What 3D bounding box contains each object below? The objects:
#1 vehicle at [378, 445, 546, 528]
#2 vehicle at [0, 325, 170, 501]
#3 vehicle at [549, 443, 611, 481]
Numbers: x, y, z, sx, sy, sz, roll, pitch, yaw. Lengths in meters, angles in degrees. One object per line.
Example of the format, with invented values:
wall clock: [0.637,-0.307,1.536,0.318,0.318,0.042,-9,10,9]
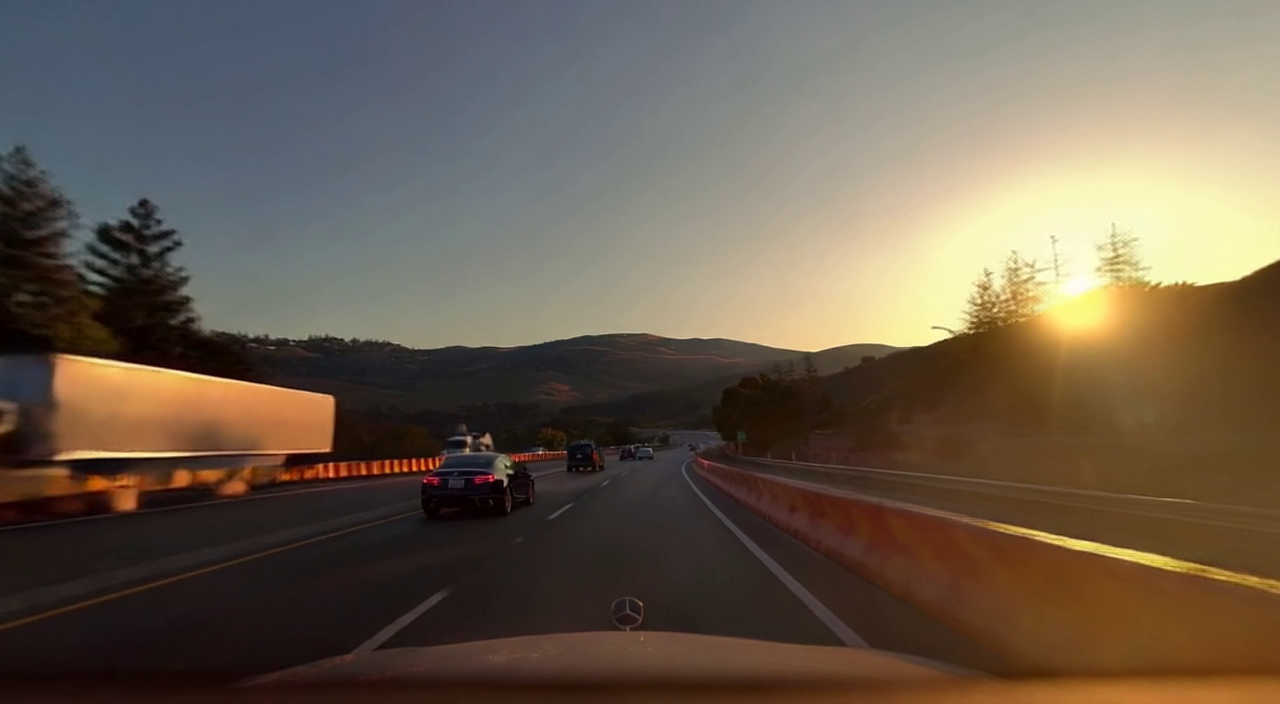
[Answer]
vehicle: [-3.214,2.511,12.324,2.061,1.330,3.928,0,-9,1]
vehicle: [-17.054,1.804,17.343,3.005,4.223,6.332,0,-9,1]
vehicle: [-2.448,4.650,26.811,2.094,1.480,4.124,-1,-9,2]
